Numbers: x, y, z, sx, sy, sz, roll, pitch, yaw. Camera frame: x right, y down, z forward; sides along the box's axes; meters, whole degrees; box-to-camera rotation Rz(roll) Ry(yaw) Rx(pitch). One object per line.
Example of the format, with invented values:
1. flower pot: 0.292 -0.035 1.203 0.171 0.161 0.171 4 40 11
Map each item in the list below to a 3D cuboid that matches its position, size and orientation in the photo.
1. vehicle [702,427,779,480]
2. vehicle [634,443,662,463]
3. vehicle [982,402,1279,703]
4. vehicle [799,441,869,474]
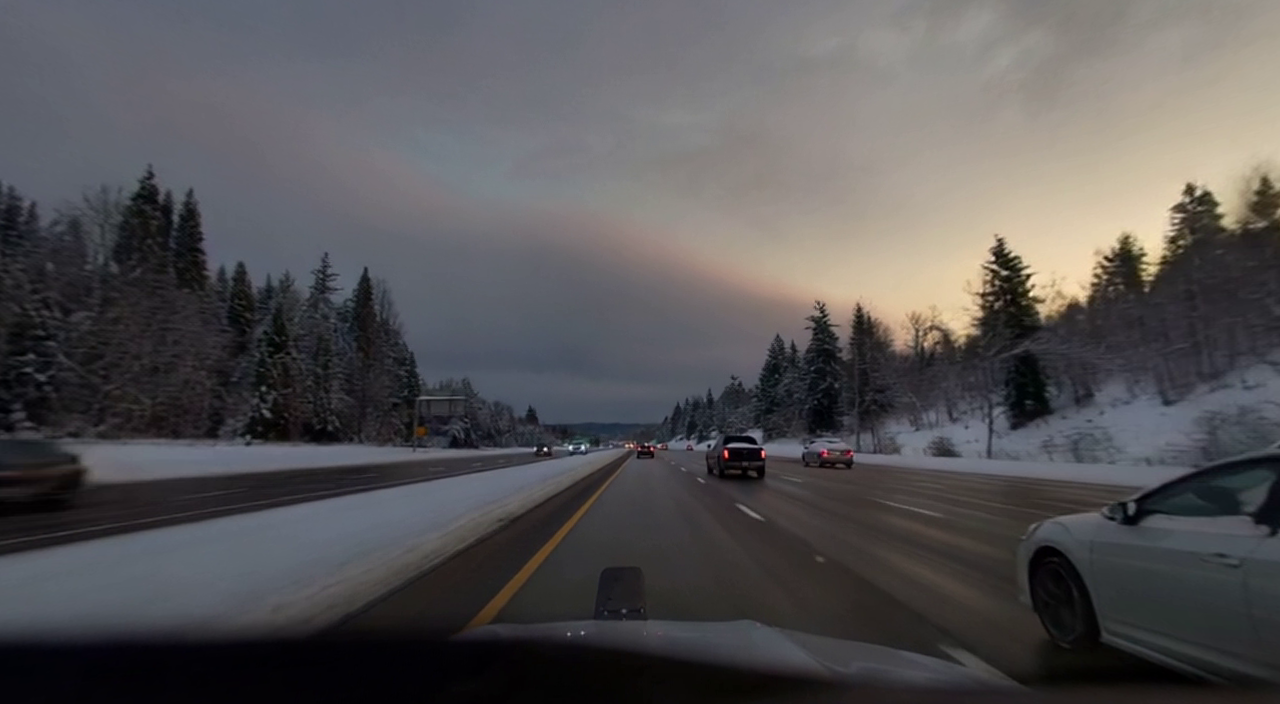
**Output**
1. vehicle: 3.916 4.123 25.637 2.206 1.902 5.460 -1 -9 0
2. vehicle: 0.613 7.846 48.939 2.052 1.472 4.295 -1 -9 0
3. vehicle: 3.393 0.860 2.019 1.904 1.453 4.789 -1 -9 0
4. vehicle: 9.425 5.160 30.923 2.002 1.500 4.715 -1 -9 1
